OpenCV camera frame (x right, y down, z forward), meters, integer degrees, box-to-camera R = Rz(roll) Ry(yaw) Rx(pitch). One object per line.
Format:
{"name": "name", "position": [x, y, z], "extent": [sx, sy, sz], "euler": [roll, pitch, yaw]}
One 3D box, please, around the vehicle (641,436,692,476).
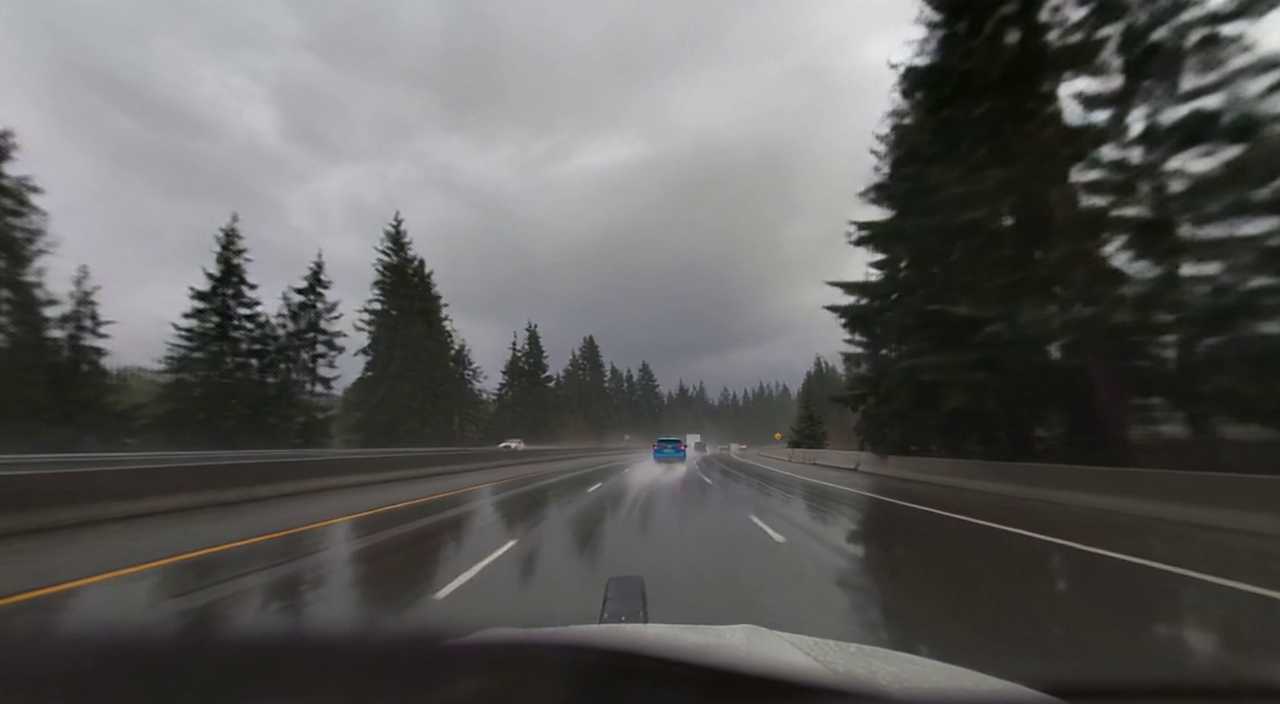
{"name": "vehicle", "position": [1.216, 4.680, 28.482], "extent": [2.133, 1.686, 4.203], "euler": [-1, -8, 3]}
